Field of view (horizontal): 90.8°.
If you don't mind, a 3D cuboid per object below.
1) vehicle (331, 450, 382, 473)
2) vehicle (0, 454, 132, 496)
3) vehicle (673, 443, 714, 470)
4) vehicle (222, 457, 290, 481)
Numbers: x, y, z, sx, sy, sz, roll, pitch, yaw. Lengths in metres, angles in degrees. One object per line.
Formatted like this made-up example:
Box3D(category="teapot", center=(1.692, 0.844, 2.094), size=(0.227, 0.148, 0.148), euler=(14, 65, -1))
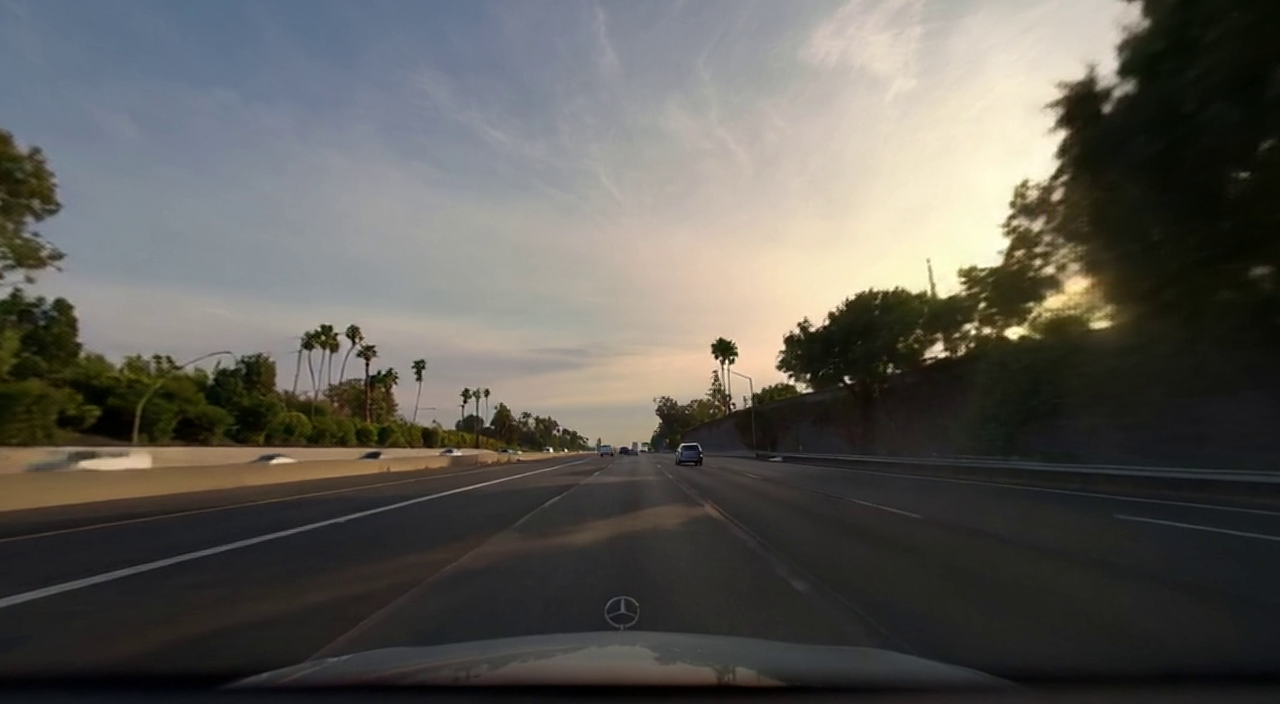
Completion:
Box3D(category="vehicle", center=(-19.821, 7.632, 44.321), size=(1.772, 1.506, 3.913), euler=(0, -9, 0))
Box3D(category="vehicle", center=(-23.219, 4.913, 25.653), size=(1.789, 1.515, 4.010), euler=(0, -9, -1))
Box3D(category="vehicle", center=(3.349, 6.693, 40.591), size=(2.130, 1.677, 4.317), euler=(0, -9, -2))
Box3D(category="vehicle", center=(-27.058, 8.230, 44.705), size=(1.849, 1.480, 4.769), euler=(0, -9, -1))
